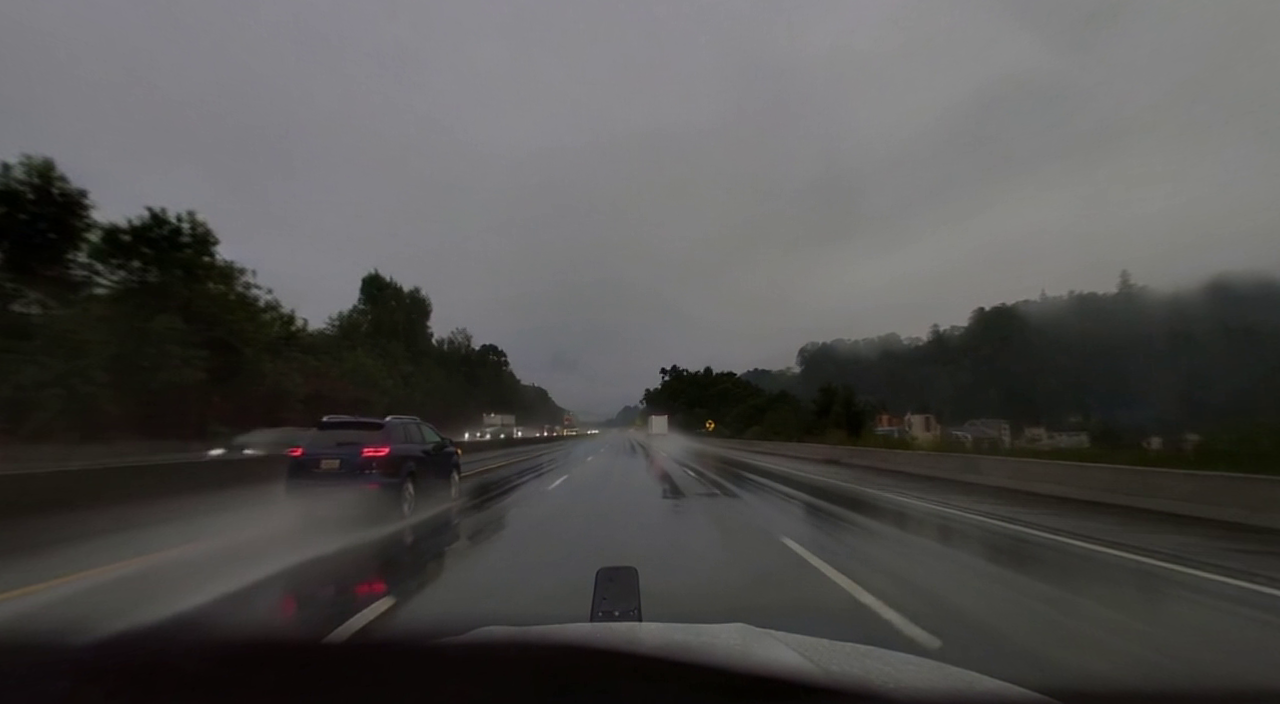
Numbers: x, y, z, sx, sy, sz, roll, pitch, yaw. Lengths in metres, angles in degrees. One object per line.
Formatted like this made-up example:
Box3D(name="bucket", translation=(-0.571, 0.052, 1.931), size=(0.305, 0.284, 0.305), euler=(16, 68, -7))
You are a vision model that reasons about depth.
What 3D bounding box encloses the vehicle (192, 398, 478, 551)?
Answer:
Box3D(name="vehicle", translation=(-3.769, 1.570, 8.722), size=(2.000, 1.620, 3.929), euler=(0, -8, 0))
